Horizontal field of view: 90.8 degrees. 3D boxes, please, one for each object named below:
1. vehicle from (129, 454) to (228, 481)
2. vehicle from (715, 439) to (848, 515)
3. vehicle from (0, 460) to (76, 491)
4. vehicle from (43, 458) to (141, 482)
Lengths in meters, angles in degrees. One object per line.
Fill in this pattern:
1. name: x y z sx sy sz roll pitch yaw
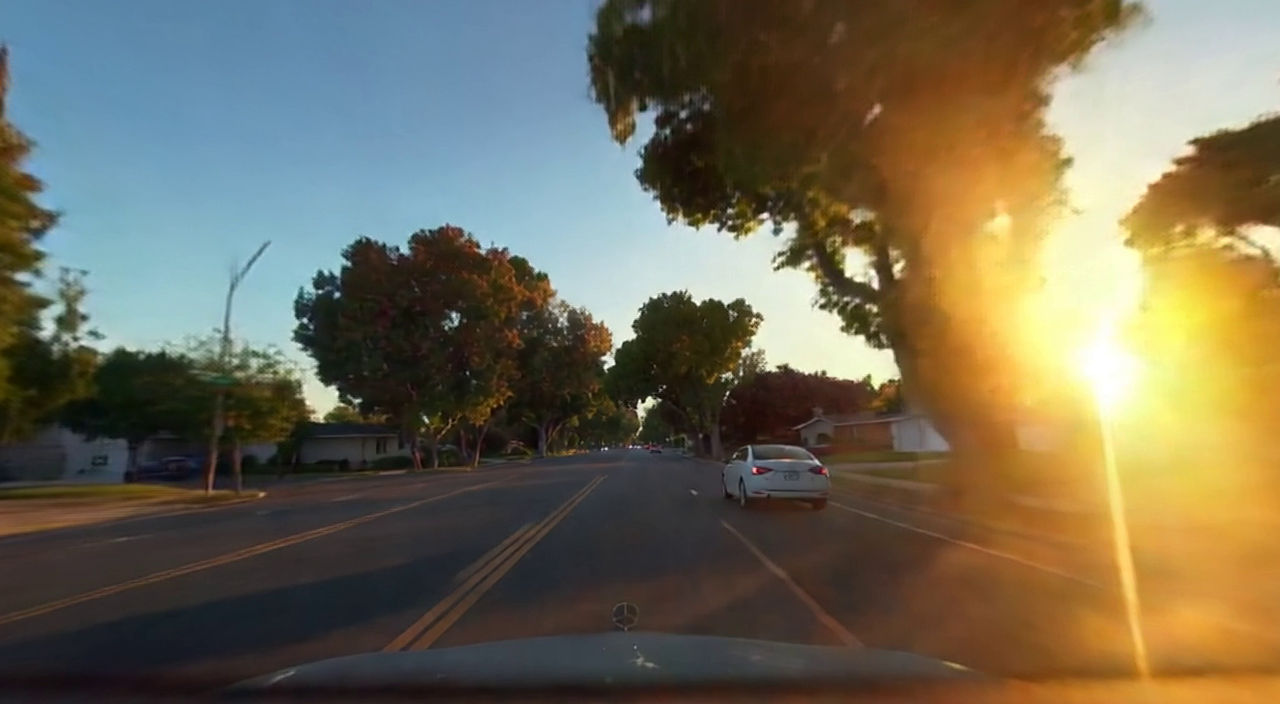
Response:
1. vehicle: -29.408 7.367 40.327 4.917 1.598 1.937 -1 -9 4
2. vehicle: 3.093 2.828 14.826 2.057 1.493 4.225 0 -9 -1
3. vehicle: -31.710 6.193 31.860 4.684 1.435 1.893 0 -8 2
4. vehicle: -35.225 7.573 40.670 4.534 1.455 1.858 0 -9 1
